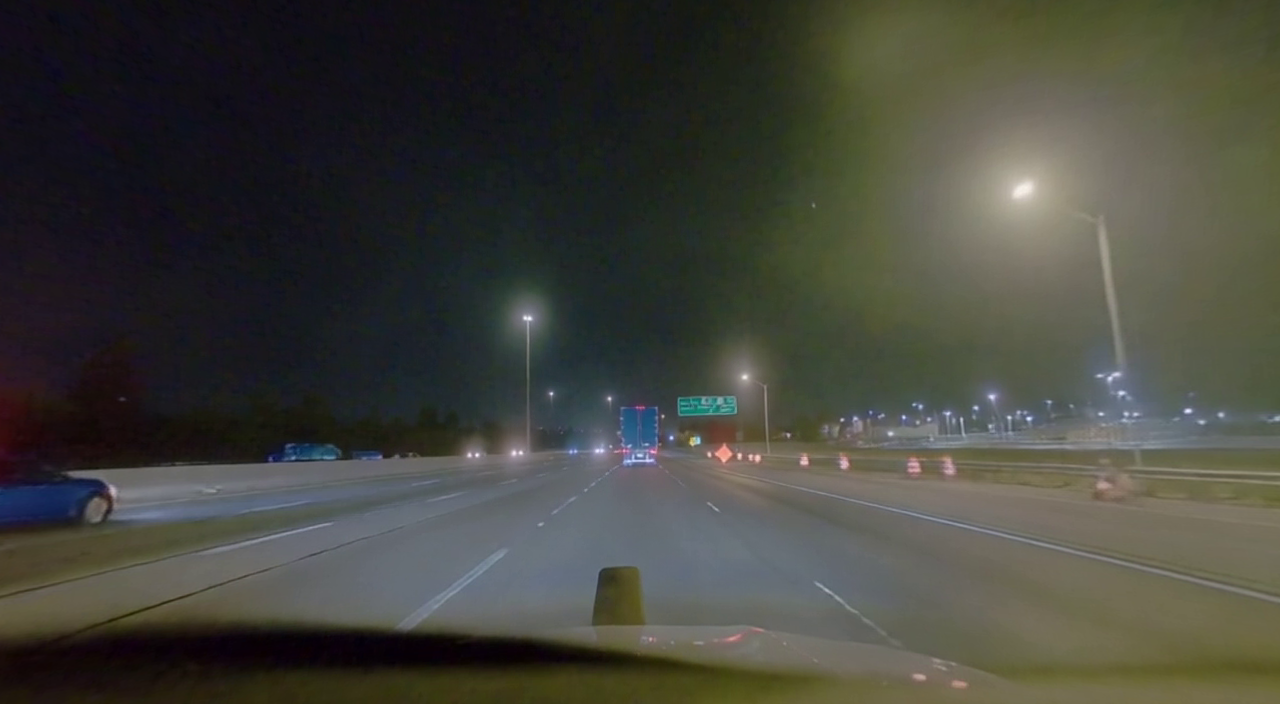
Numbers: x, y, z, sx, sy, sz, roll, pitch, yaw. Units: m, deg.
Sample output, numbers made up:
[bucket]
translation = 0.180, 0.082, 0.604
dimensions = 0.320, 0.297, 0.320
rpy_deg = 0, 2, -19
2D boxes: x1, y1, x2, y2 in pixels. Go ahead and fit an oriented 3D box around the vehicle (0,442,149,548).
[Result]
[vehicle]
translation = -10.396, 2.122, 9.411
dimensions = 2.096, 1.538, 4.998
rpy_deg = 0, -9, 0
